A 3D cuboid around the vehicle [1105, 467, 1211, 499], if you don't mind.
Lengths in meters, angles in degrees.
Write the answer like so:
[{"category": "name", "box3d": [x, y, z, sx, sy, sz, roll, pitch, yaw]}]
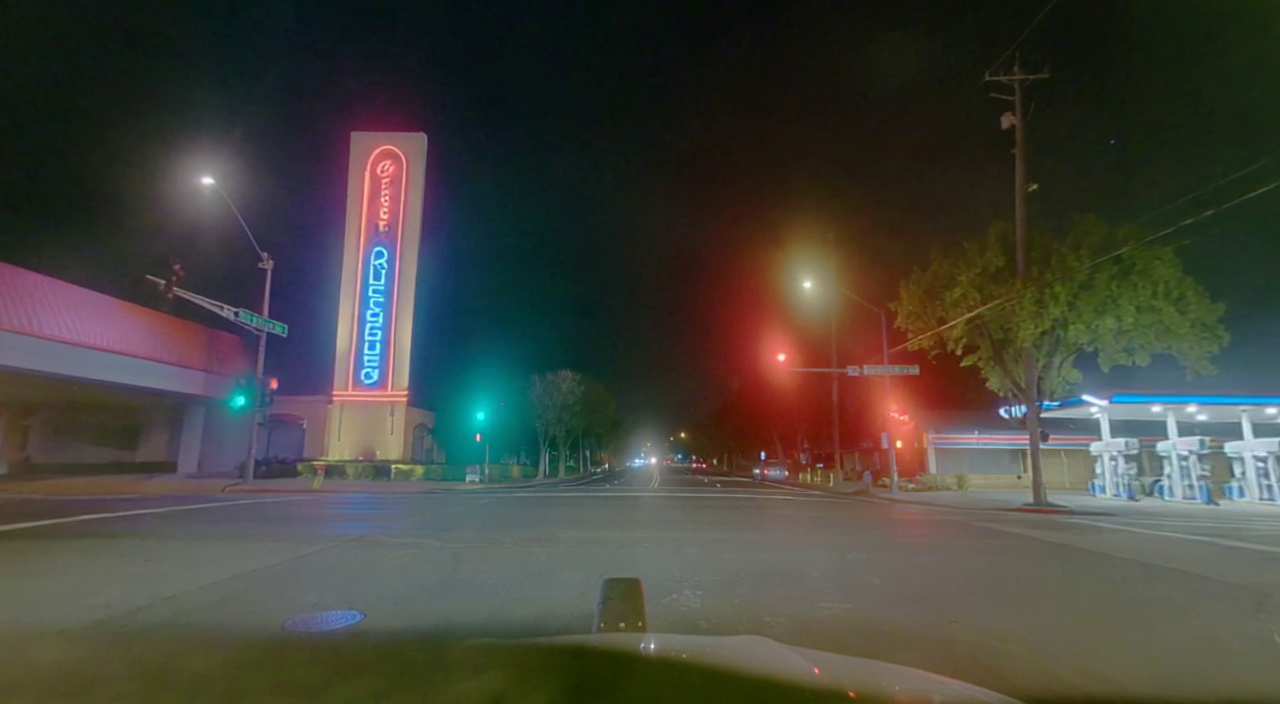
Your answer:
[{"category": "vehicle", "box3d": [28.019, 7.058, 34.318, 1.897, 1.466, 4.211, 1, -8, -6]}]
